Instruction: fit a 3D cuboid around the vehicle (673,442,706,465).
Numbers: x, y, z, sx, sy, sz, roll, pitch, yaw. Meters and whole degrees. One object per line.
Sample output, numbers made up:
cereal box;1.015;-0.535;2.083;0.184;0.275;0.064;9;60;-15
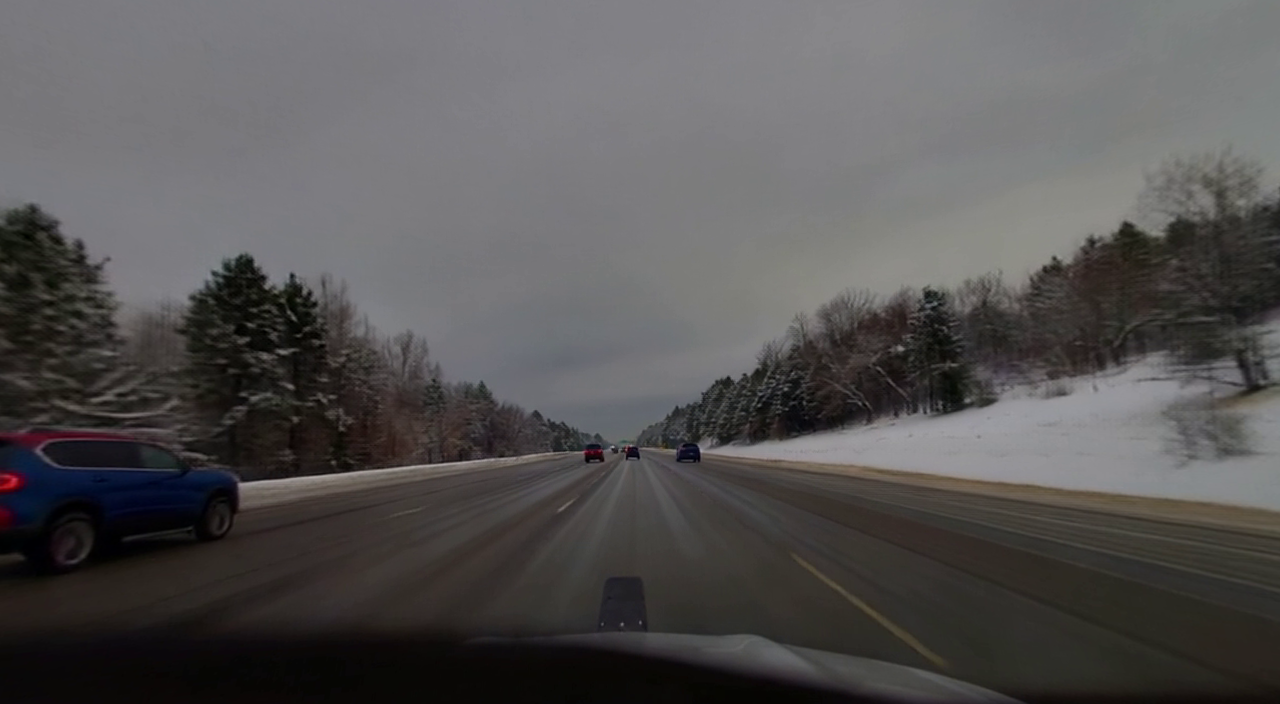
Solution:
vehicle;3.771;7.829;48.799;1.995;1.712;4.206;0;-8;-3

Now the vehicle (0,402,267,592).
vehicle;-7.139;1.602;7.543;2.285;1.759;4.968;0;-8;0
